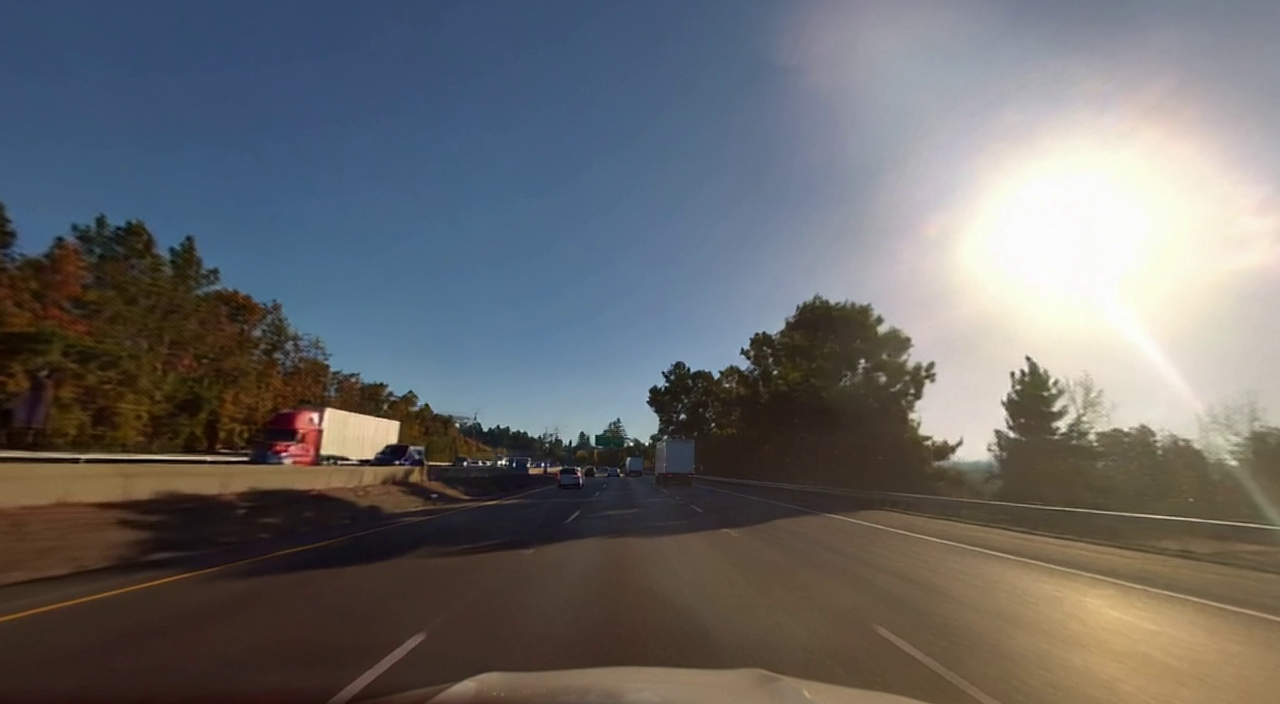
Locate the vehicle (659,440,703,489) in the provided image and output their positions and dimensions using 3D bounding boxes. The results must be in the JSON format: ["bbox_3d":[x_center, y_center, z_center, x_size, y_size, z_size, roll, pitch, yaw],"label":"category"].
[{"bbox_3d":[3.069,8.839,49.488,2.738,3.456,7.520,1,-11,-2],"label":"vehicle"}]

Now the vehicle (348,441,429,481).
[{"bbox_3d":[-12.345,5.433,31.324,2.058,1.786,4.890,1,-11,-1],"label":"vehicle"}]

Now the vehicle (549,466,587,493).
[{"bbox_3d":[-4.209,7.510,37.244,1.868,1.485,3.770,1,-11,-1],"label":"vehicle"}]

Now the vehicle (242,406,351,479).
[{"bbox_3d":[-19.966,5.426,37.081,2.956,3.885,5.850,1,-11,-1],"label":"vehicle"}]
